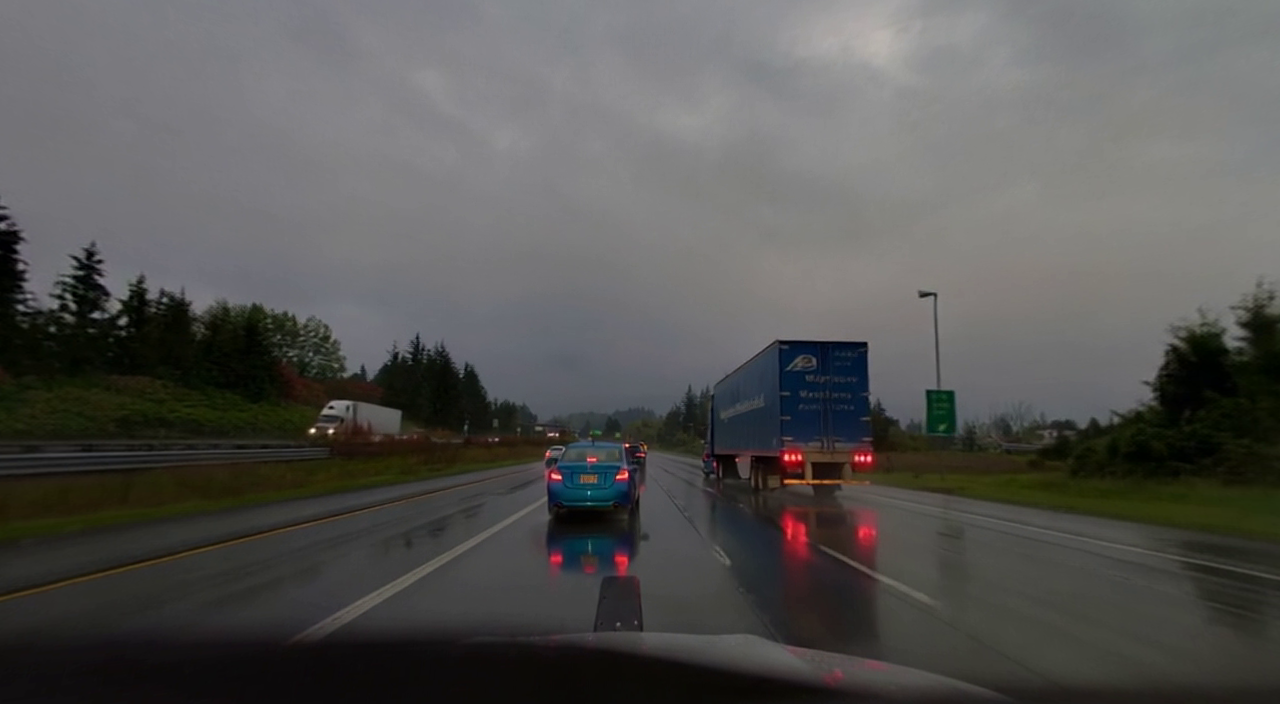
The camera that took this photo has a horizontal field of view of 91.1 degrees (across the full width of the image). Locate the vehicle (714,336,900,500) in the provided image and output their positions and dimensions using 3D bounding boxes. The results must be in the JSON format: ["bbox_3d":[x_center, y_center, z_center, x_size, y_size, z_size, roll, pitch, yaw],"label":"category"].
[{"bbox_3d":[4.901,2.667,22.521,2.825,4.043,14.051,0,-9,0],"label":"vehicle"}]

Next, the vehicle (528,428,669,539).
[{"bbox_3d":[-0.604,2.198,11.057,2.038,1.582,3.729,0,-9,0],"label":"vehicle"}]
